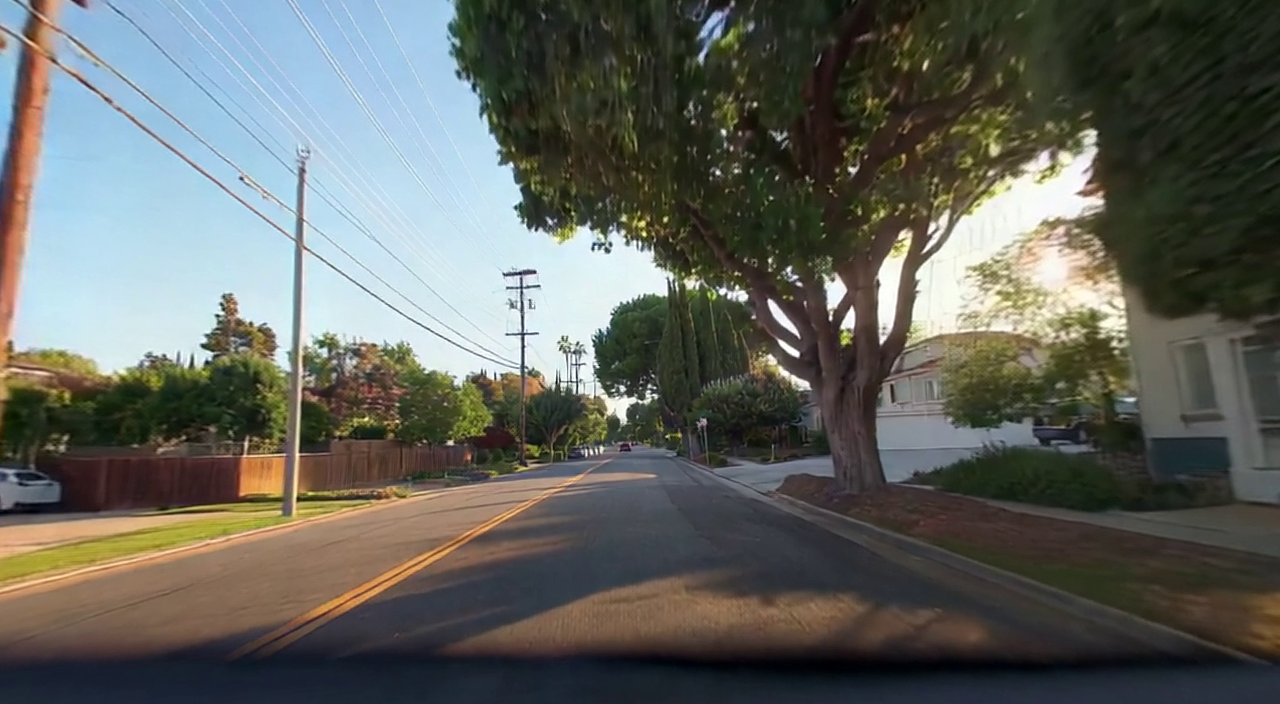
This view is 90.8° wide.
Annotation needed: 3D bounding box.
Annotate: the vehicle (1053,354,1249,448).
[{"bbox_3d":[21.385,2.319,27.175,2.918,3.393,7.033,-3,-9,7],"label":"vehicle"}]
